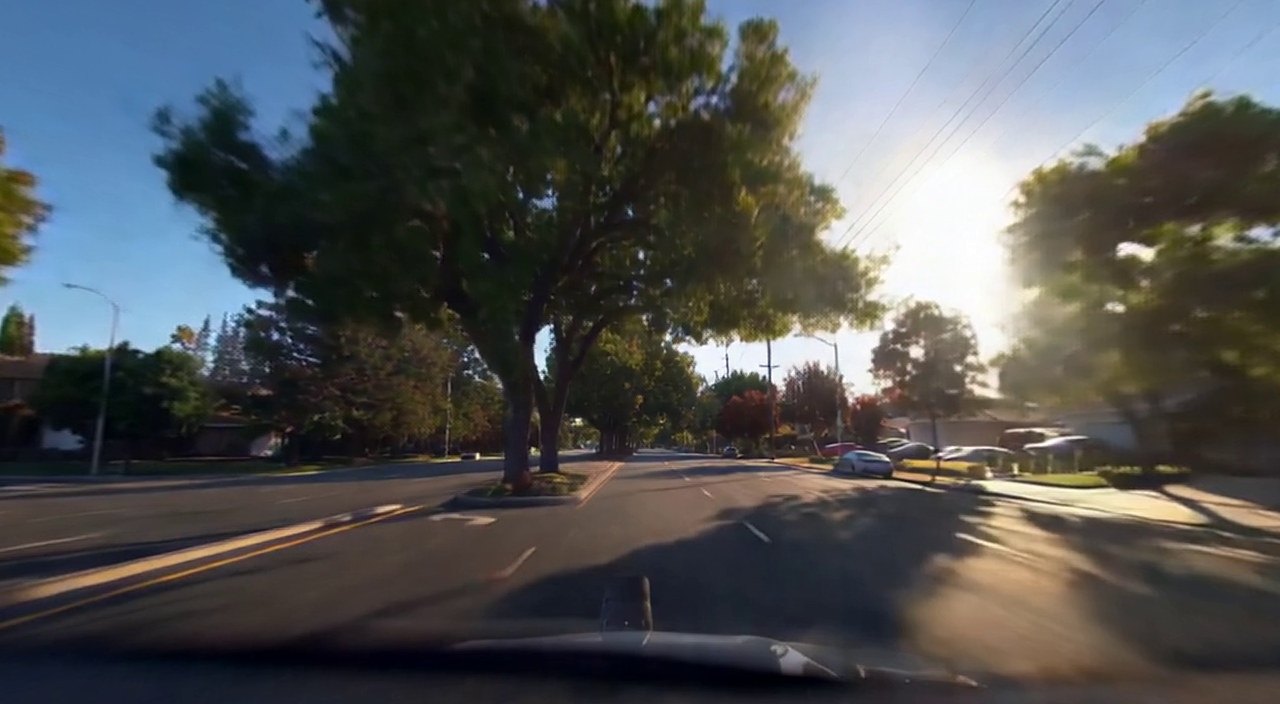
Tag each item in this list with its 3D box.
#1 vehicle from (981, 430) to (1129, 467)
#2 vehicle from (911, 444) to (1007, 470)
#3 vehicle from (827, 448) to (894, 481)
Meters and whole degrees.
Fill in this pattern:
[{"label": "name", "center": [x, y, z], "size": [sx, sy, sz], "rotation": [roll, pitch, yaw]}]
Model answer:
[{"label": "vehicle", "center": [22.919, 5.385, 35.101], "size": [6.075, 1.933, 3.018], "rotation": [0, -8, 1]}, {"label": "vehicle", "center": [19.958, 6.578, 39.591], "size": [4.897, 1.608, 2.005], "rotation": [0, -8, 1]}, {"label": "vehicle", "center": [11.710, 5.950, 33.771], "size": [1.929, 1.489, 4.777], "rotation": [4, -8, 1]}]
